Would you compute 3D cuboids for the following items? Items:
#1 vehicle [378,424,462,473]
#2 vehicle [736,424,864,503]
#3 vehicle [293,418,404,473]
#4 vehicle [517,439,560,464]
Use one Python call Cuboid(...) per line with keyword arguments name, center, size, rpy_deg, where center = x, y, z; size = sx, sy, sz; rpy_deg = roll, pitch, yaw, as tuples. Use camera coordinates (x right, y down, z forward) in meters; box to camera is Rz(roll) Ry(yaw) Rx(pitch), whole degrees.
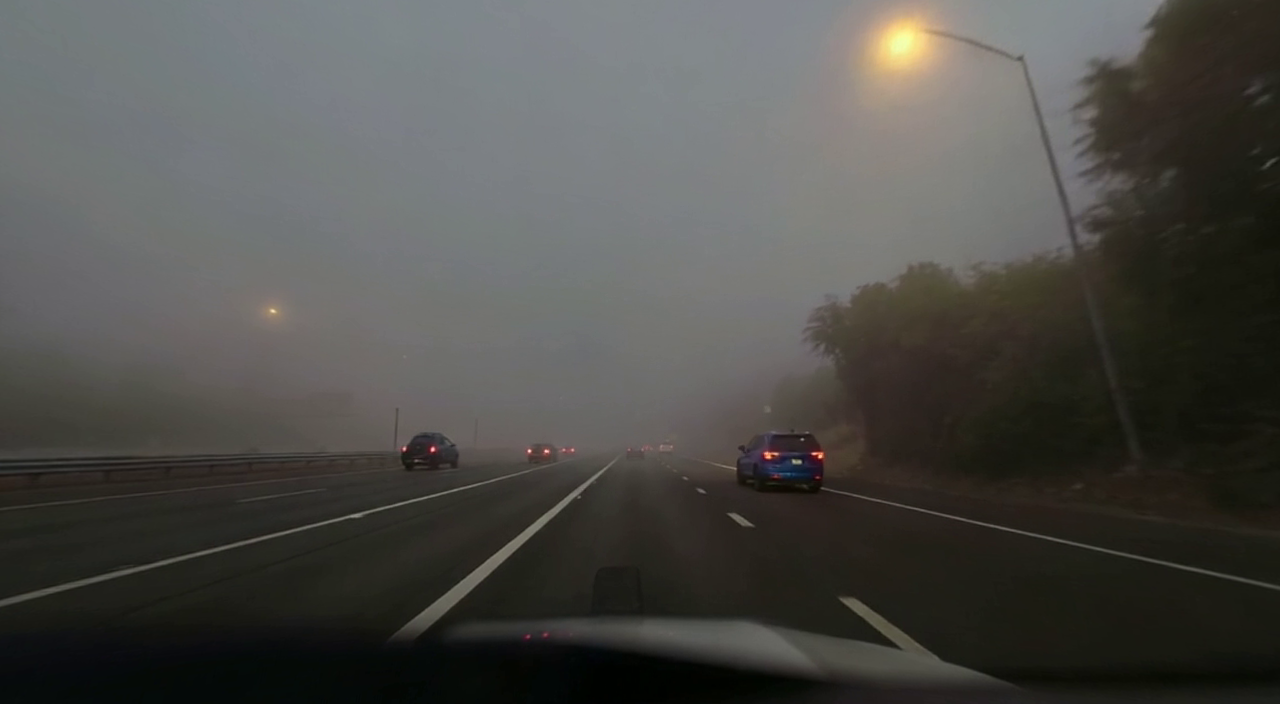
Cuboid(name="vehicle", center=(-10.921, 4.880, 31.792), size=(2.261, 2.230, 5.435), rpy_deg=(0, -9, 0))
Cuboid(name="vehicle", center=(4.246, 3.054, 17.692), size=(2.184, 1.892, 4.763), rpy_deg=(0, -9, -2))
Cuboid(name="vehicle", center=(-14.788, 4.835, 32.522), size=(2.647, 2.508, 6.337), rpy_deg=(0, -9, 0))
Cuboid(name="vehicle", center=(-7.581, 7.471, 47.522), size=(2.503, 1.775, 4.763), rpy_deg=(0, -9, 0))
